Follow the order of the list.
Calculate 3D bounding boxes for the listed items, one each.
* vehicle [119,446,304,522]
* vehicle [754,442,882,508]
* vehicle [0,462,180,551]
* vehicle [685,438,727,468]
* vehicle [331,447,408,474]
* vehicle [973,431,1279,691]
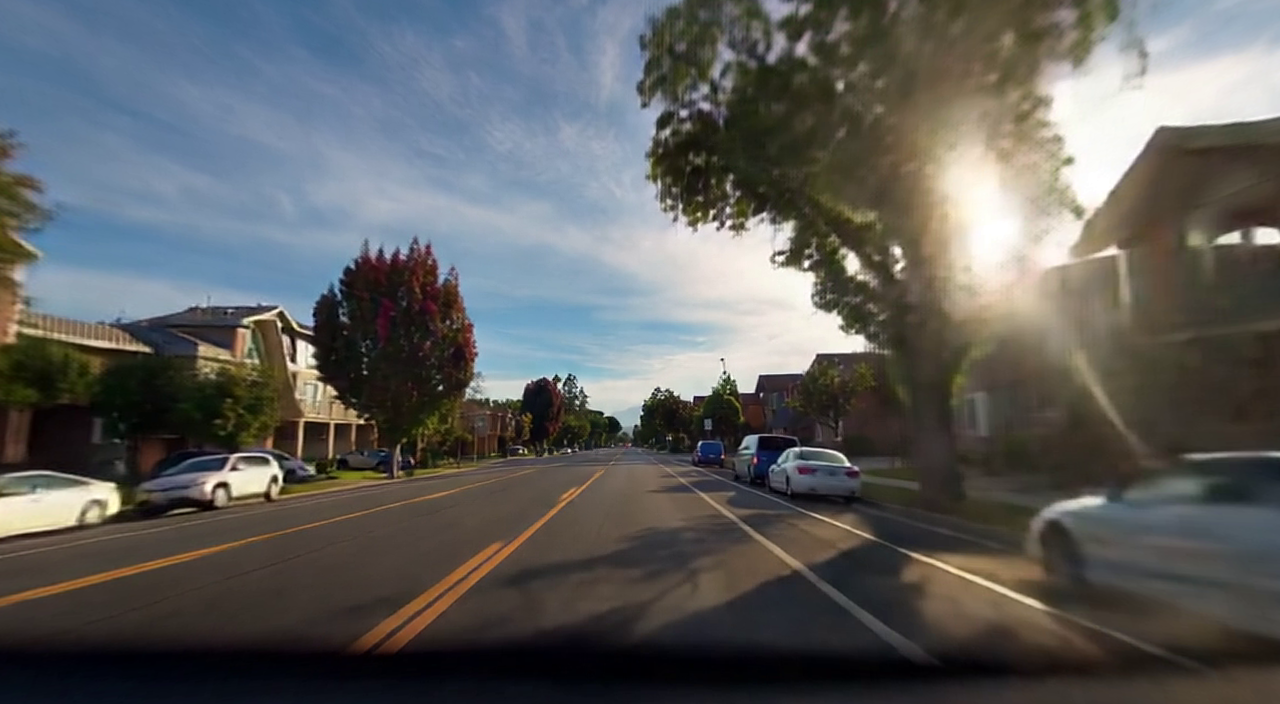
[{"bbox_3d":[-12.737,3.888,19.372,2.149,1.865,5.247,-3,-8,-2],"label":"vehicle"},{"bbox_3d":[4.516,3.172,16.866,1.923,1.493,4.628,0,-8,-2],"label":"vehicle"},{"bbox_3d":[-12.695,3.196,13.715,1.954,1.491,4.633,0,-8,-1],"label":"vehicle"},{"bbox_3d":[4.290,6.626,41.716,2.052,1.859,4.778,1,-8,-3],"label":"vehicle"},{"bbox_3d":[-18.507,7.404,43.354,4.397,1.768,1.956,1,-8,-4],"label":"vehicle"},{"bbox_3d":[4.692,1.331,4.449,2.024,1.491,4.647,1,-8,-2],"label":"vehicle"}]
